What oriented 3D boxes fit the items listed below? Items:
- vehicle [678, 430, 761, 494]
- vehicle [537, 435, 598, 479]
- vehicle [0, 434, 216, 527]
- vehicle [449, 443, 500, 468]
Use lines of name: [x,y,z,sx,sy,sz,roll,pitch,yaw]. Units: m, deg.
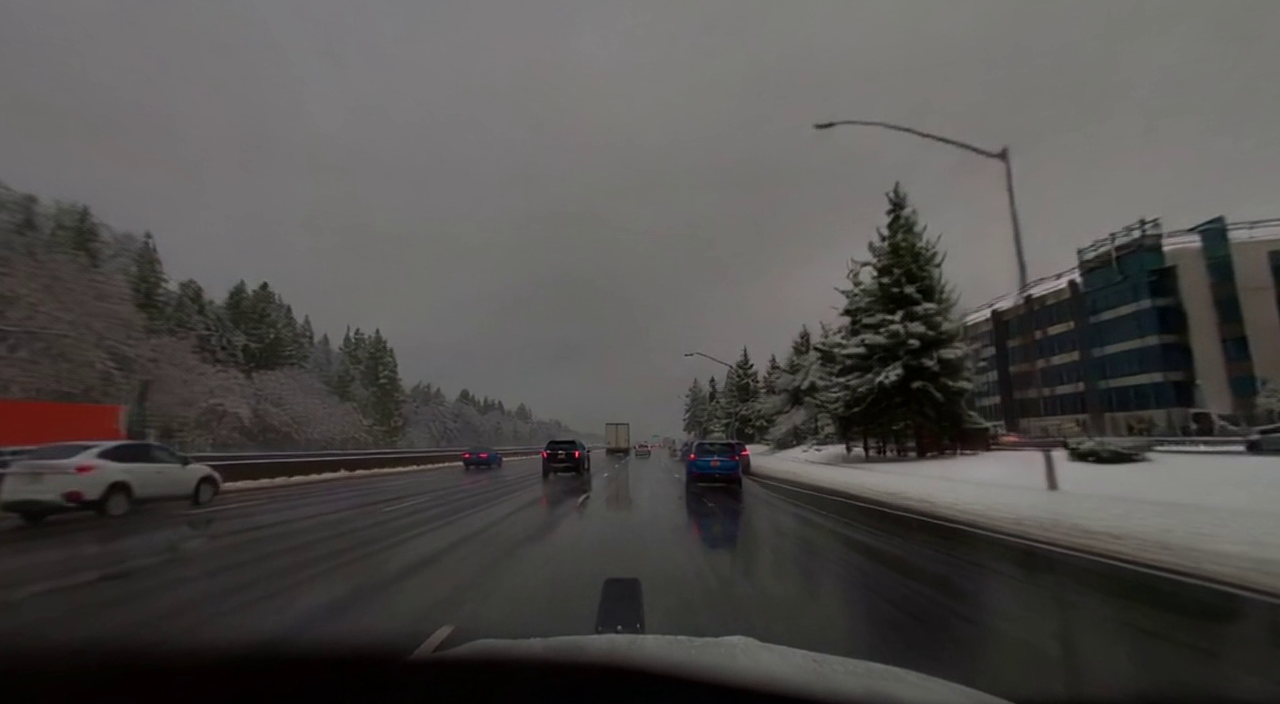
vehicle: [2.341,3.426,19.870,2.101,1.742,4.495,0,-9,1]
vehicle: [-3.095,4.614,27.857,2.111,1.742,4.315,0,-9,1]
vehicle: [-10.985,2.451,12.617,1.919,1.509,4.265,0,-9,1]
vehicle: [-10.730,6.756,41.183,2.006,1.509,4.634,0,-9,1]
